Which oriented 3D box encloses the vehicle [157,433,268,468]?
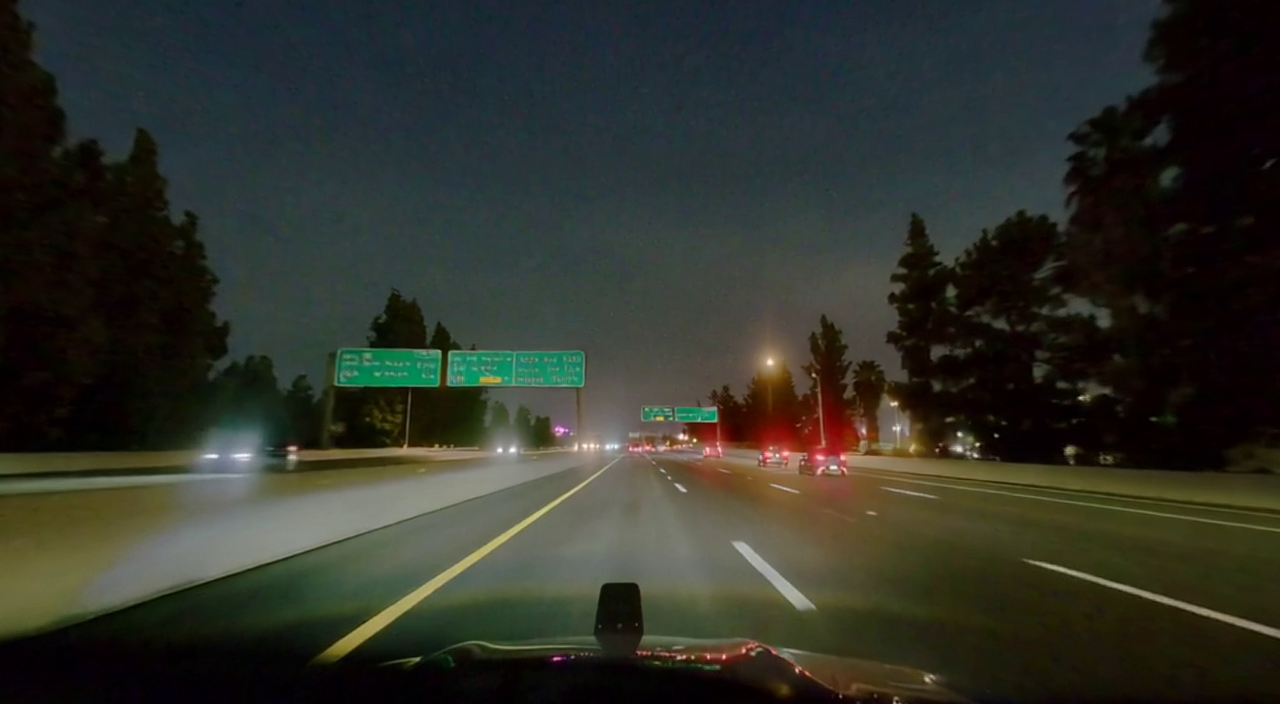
[{"bbox_3d":[-19.475,4.535,29.082,1.920,1.478,4.587,0,-9,0],"label":"vehicle"}]
